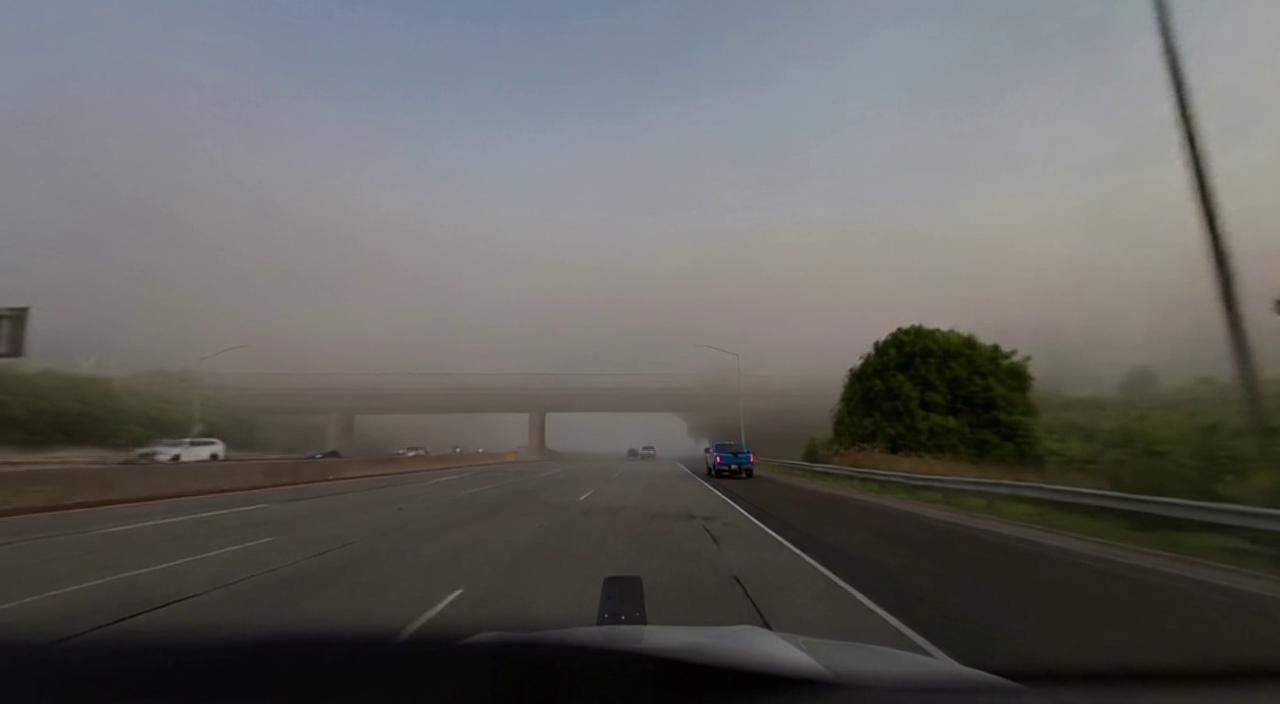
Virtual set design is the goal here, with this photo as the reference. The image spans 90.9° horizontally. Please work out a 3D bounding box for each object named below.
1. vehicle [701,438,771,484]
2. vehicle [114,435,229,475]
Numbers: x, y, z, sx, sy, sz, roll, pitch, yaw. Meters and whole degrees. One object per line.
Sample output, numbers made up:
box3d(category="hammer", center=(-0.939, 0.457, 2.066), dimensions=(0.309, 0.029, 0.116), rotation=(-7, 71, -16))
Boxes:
box3d(category="vehicle", center=(3.676, 4.274, 25.139), dimensions=(2.010, 1.637, 4.940), rotation=(0, -8, 0))
box3d(category="vehicle", center=(-20.653, 4.539, 28.035), dimensions=(1.855, 1.628, 4.049), rotation=(-1, -8, 3))
